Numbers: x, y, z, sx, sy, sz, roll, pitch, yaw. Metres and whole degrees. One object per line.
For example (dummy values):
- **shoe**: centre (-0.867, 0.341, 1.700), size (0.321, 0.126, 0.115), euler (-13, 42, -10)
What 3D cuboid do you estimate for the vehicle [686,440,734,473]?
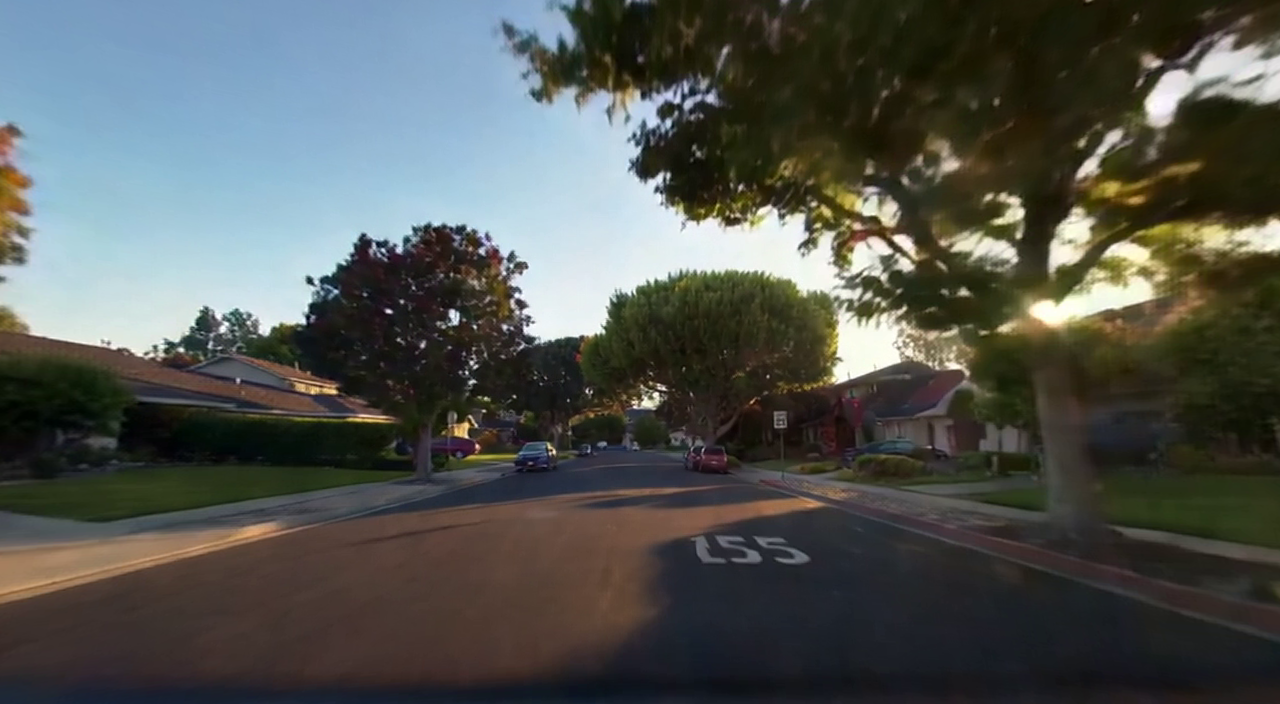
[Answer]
- **vehicle**: centre (3.845, 5.844, 35.432), size (2.033, 1.730, 4.554), euler (0, -9, -2)

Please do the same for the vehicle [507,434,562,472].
- **vehicle**: centre (-5.937, 5.781, 36.235), size (2.322, 1.949, 5.695), euler (-1, -9, -1)

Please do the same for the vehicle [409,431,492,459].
- **vehicle**: centre (-12.970, 6.393, 43.430), size (5.024, 1.903, 2.102), euler (0, -9, 1)
